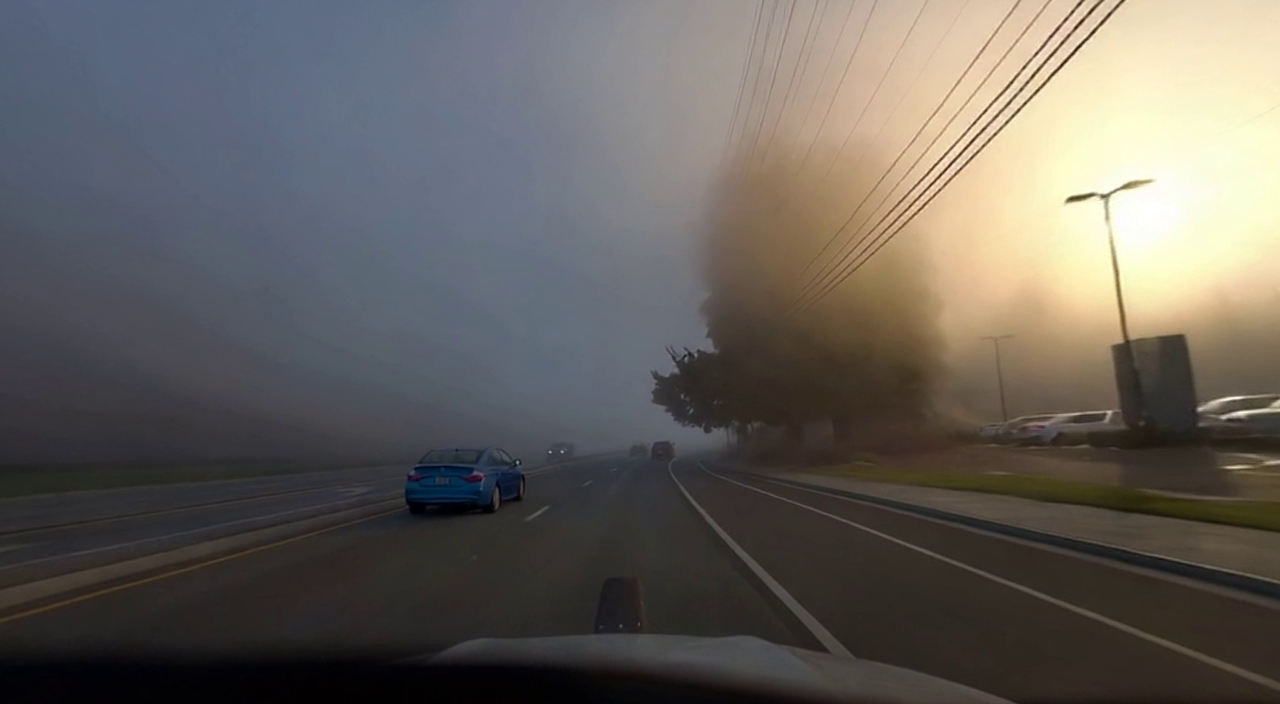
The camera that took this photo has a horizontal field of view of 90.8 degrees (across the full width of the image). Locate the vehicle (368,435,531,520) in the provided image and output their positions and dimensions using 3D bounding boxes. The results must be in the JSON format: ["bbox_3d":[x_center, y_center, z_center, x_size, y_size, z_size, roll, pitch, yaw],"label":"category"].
[{"bbox_3d":[-3.817,2.584,13.636,1.928,1.488,4.635,0,-8,2],"label":"vehicle"}]
